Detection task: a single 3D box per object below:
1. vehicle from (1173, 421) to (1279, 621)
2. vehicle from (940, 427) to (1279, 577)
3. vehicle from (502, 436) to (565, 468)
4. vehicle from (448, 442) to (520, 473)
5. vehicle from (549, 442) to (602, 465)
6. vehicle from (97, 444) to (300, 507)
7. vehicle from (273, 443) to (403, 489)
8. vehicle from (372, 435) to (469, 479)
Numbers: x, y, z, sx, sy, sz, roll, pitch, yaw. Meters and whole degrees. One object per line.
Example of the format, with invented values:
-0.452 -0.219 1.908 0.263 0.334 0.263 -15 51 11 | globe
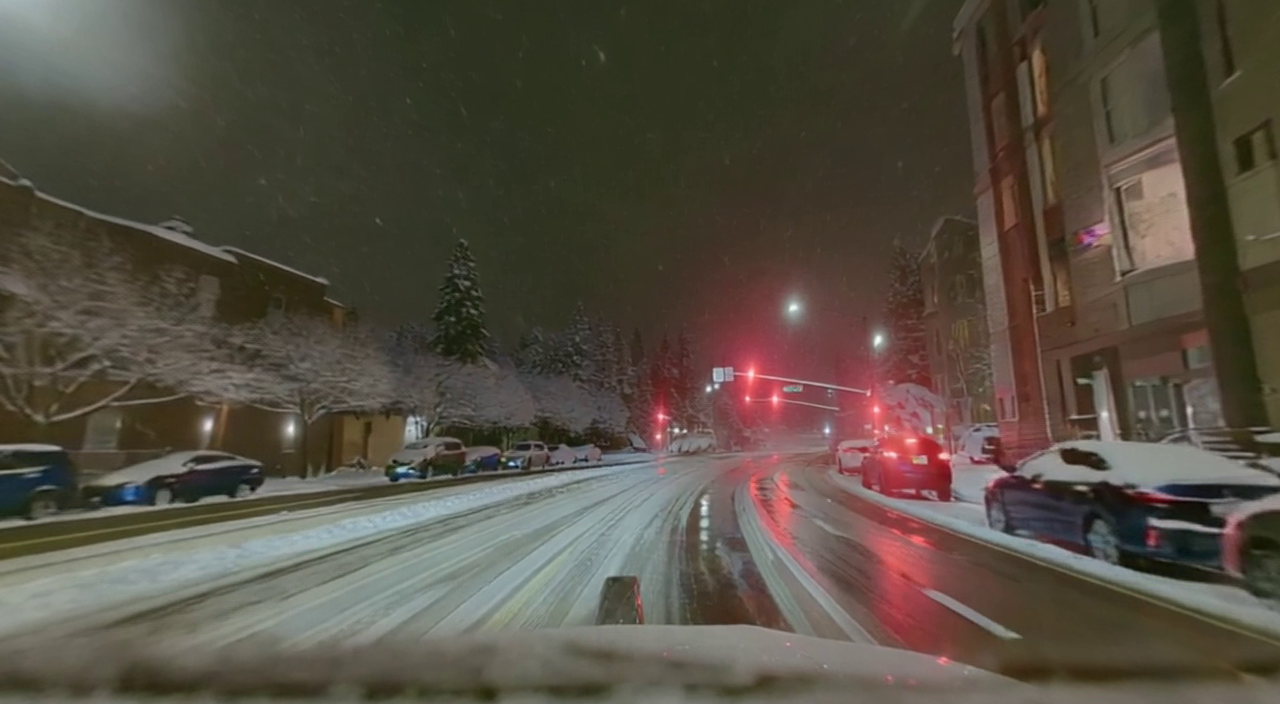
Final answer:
5.948 1.182 3.927 1.886 1.562 3.940 0 -8 2 | vehicle
6.089 1.896 8.864 1.883 1.550 4.286 -1 -8 4 | vehicle
-6.554 6.211 39.430 2.083 1.882 4.642 -2 -9 15 | vehicle
-8.234 5.589 33.777 1.830 1.497 4.436 -2 -9 14 | vehicle
-4.518 7.212 45.176 1.894 1.493 4.902 -3 -9 18 | vehicle
-11.669 3.248 17.198 1.841 1.444 4.554 -1 -8 7 | vehicle
-10.784 4.073 23.005 1.811 1.459 4.702 -1 -8 10 | vehicle
-9.592 4.626 28.134 1.933 1.759 5.002 -1 -8 9 | vehicle
